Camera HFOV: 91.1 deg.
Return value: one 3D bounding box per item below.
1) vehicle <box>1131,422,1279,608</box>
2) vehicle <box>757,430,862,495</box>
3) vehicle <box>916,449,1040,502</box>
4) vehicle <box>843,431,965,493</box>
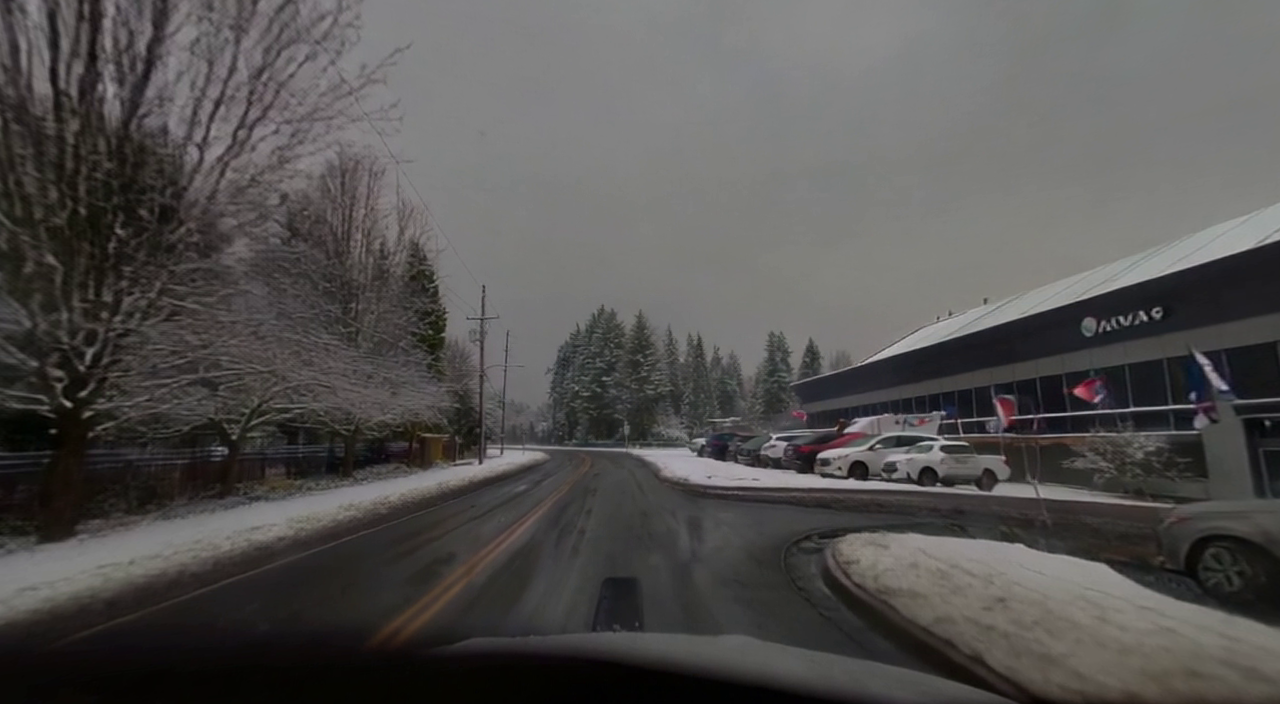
[{"bbox_3d":[8.044,1.645,6.161,2.113,1.945,4.546,2,-9,-16],"label":"vehicle"},{"bbox_3d":[5.340,3.537,20.476,1.977,1.860,4.237,0,-9,-4],"label":"vehicle"},{"bbox_3d":[10.632,3.888,20.153,1.819,1.494,3.834,0,-9,0],"label":"vehicle"},{"bbox_3d":[8.126,3.435,19.903,1.924,1.713,4.627,-1,-9,1],"label":"vehicle"}]
